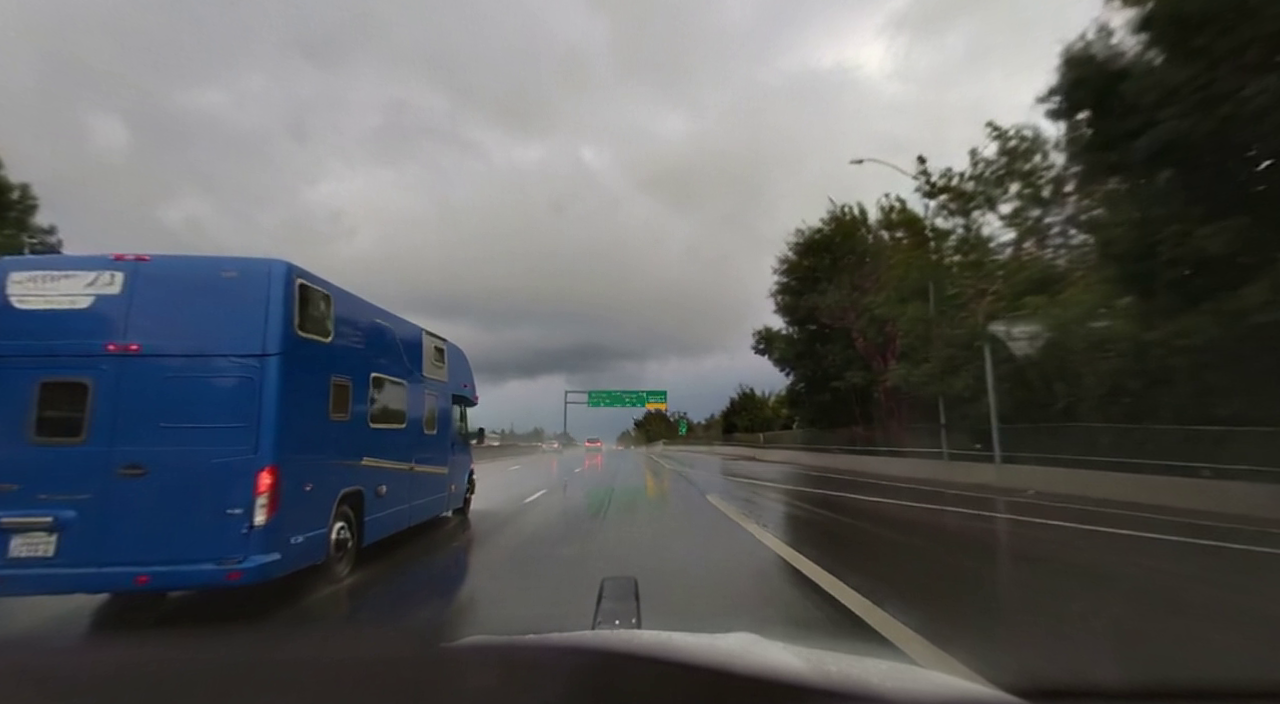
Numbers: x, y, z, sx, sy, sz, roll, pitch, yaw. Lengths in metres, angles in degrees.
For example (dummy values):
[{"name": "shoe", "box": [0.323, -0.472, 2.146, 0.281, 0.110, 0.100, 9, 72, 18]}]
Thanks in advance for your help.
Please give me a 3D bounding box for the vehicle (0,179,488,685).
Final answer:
[{"name": "vehicle", "box": [-3.971, 0.884, 7.777, 2.676, 3.269, 7.388, 0, -7, -3]}]
